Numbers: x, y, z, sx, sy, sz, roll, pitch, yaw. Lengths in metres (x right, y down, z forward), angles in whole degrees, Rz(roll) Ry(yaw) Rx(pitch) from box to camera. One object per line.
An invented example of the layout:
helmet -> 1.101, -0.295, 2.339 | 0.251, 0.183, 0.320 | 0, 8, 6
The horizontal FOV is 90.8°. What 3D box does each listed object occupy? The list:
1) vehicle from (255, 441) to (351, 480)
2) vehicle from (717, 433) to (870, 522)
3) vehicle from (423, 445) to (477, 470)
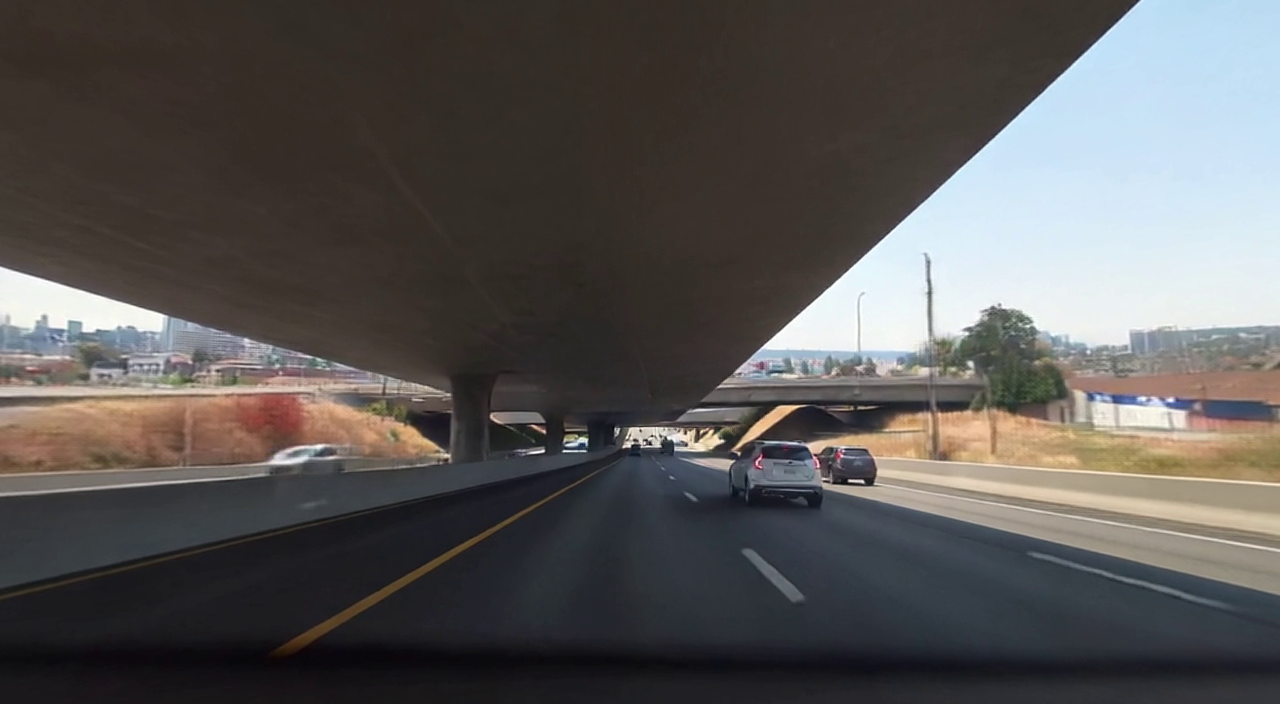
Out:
vehicle -> -17.641, 5.691, 33.388 | 2.199, 1.881, 4.950 | 0, -8, 2
vehicle -> 2.969, 2.529, 13.351 | 1.982, 1.533, 4.612 | 0, -8, -1
vehicle -> -13.267, 7.374, 44.433 | 2.161, 1.666, 4.887 | 0, -8, 2
